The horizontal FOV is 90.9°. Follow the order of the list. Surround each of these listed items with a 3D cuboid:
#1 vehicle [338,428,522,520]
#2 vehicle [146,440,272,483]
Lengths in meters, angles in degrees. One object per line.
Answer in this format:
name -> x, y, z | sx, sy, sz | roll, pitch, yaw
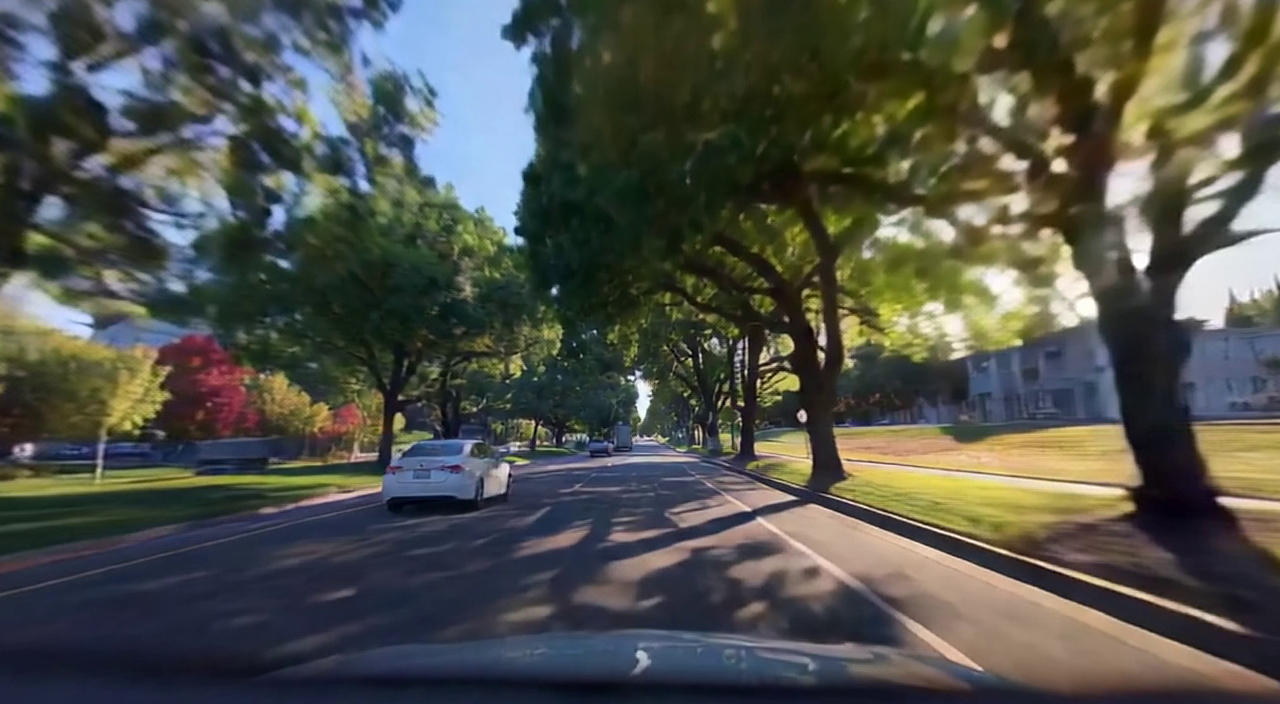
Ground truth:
vehicle -> -3.827, 2.310, 12.516 | 2.033, 1.454, 4.512 | 0, -8, 1
vehicle -> -18.571, 4.702, 27.488 | 2.153, 1.703, 4.599 | 0, -8, 0
